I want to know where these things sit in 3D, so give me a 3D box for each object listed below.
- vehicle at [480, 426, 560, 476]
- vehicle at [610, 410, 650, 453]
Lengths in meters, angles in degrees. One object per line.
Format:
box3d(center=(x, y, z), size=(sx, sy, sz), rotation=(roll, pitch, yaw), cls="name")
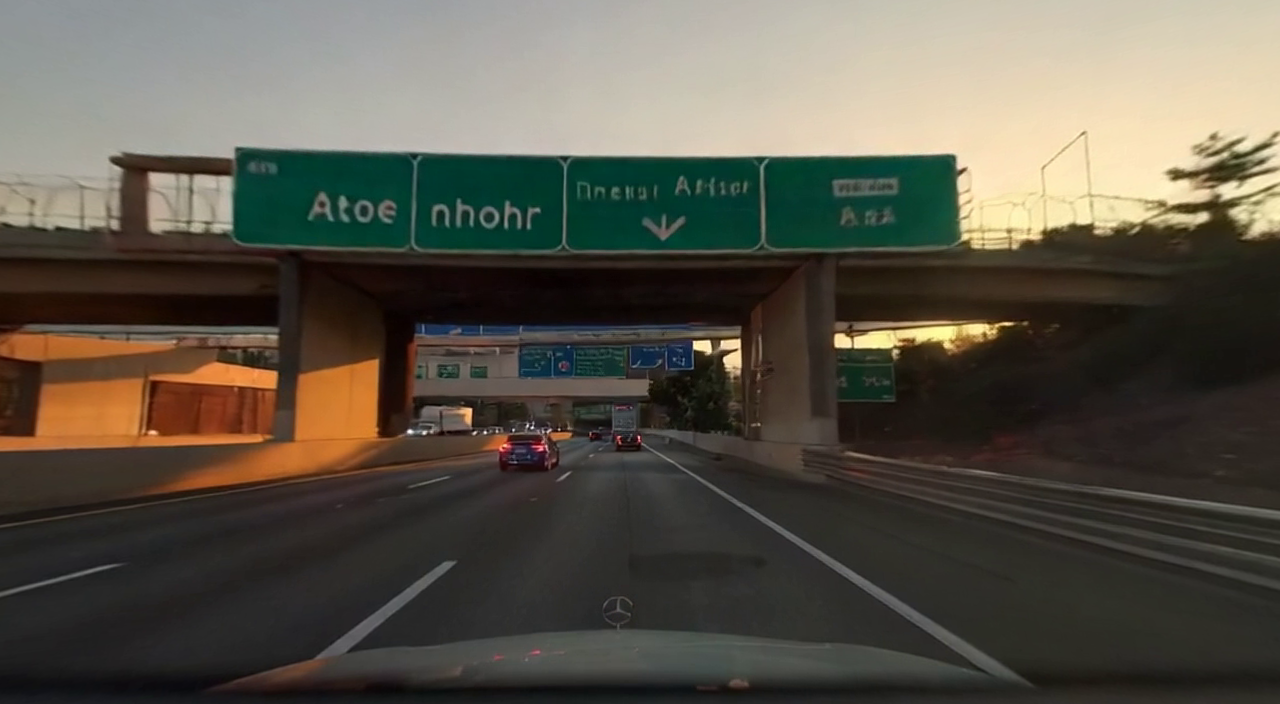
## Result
box3d(center=(-3.922, 3.304, 21.183), size=(1.955, 1.508, 3.996), rotation=(0, -8, -1), cls="vehicle")
box3d(center=(-0.794, 5.464, 43.091), size=(2.418, 2.704, 6.445), rotation=(0, -8, -4), cls="vehicle")
